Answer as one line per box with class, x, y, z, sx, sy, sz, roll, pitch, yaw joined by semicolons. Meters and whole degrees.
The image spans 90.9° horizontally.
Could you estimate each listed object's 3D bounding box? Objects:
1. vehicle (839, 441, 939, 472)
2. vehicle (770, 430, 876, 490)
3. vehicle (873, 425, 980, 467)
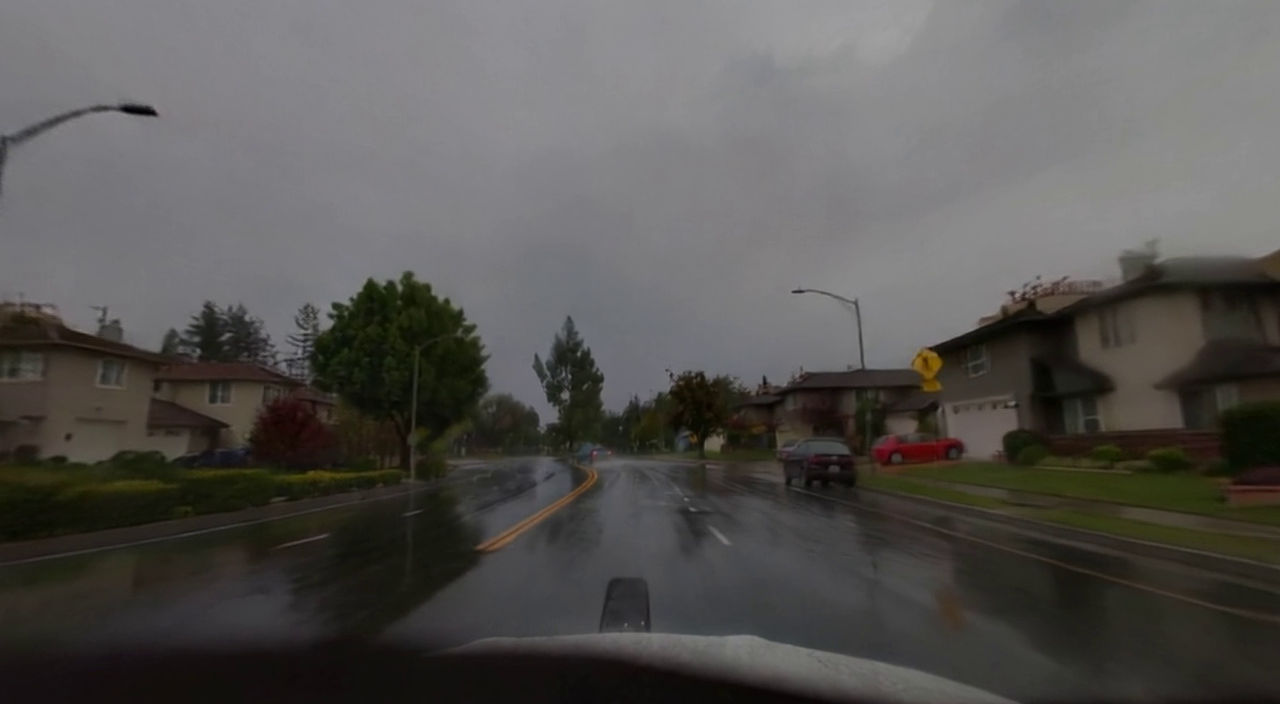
vehicle;12.448;5.236;31.537;4.508;1.462;1.721;3;-10;-17
vehicle;6.752;4.075;24.218;2.348;1.986;6.289;-1;-9;2
vehicle;15.838;5.180;35.235;2.205;1.995;5.543;-1;-7;-16
